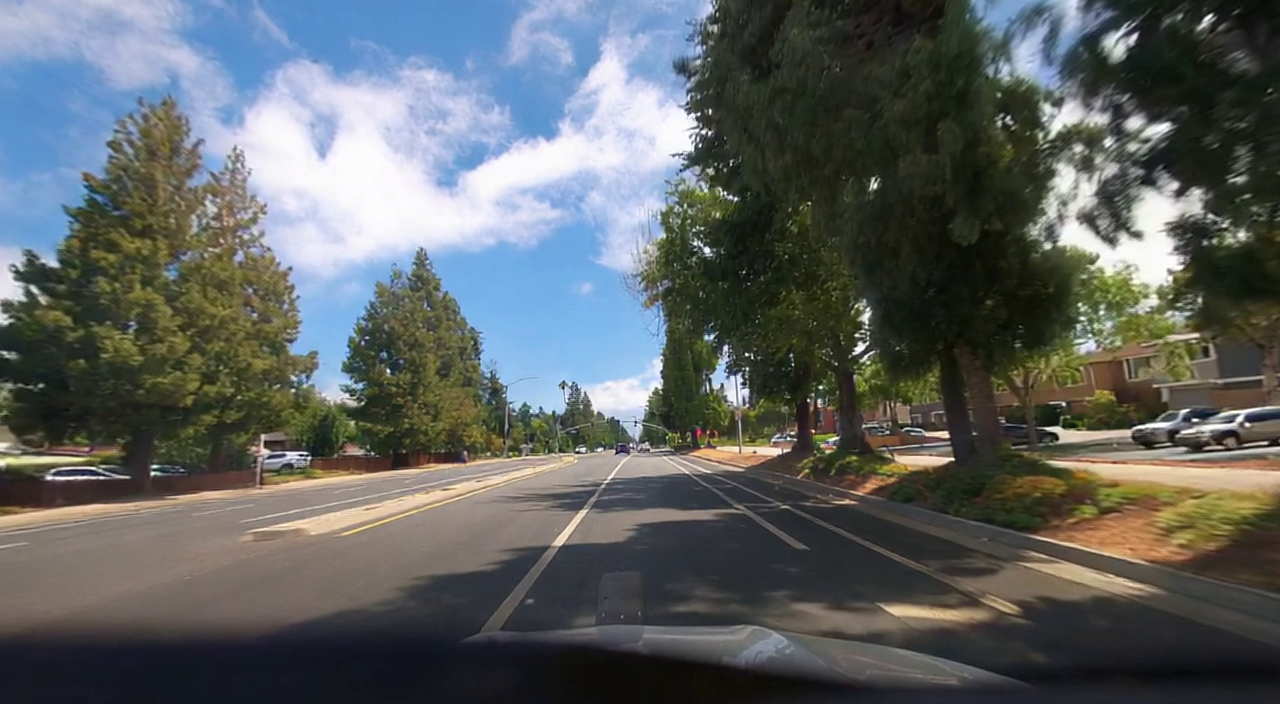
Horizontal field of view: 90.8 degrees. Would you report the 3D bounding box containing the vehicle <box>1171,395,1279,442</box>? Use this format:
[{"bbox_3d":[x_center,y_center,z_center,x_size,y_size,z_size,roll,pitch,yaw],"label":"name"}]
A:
[{"bbox_3d":[23.667,2.576,24.363,4.603,1.704,1.936,0,-8,-2],"label":"vehicle"}]

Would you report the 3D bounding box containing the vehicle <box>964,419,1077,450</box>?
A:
[{"bbox_3d":[22.544,4.924,37.602,5.268,1.720,2.149,-1,-8,1],"label":"vehicle"}]

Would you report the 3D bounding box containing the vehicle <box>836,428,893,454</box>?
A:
[{"bbox_3d":[15.701,6.277,44.404,2.106,1.670,5.008,0,-8,-1],"label":"vehicle"}]

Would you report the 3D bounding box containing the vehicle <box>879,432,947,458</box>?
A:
[{"bbox_3d":[16.055,5.520,37.441,1.849,1.415,4.801,0,-8,0],"label":"vehicle"}]

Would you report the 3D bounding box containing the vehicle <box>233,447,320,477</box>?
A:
[{"bbox_3d":[-24.654,7.453,42.947,4.715,1.451,1.863,-5,-3,-3],"label":"vehicle"}]
